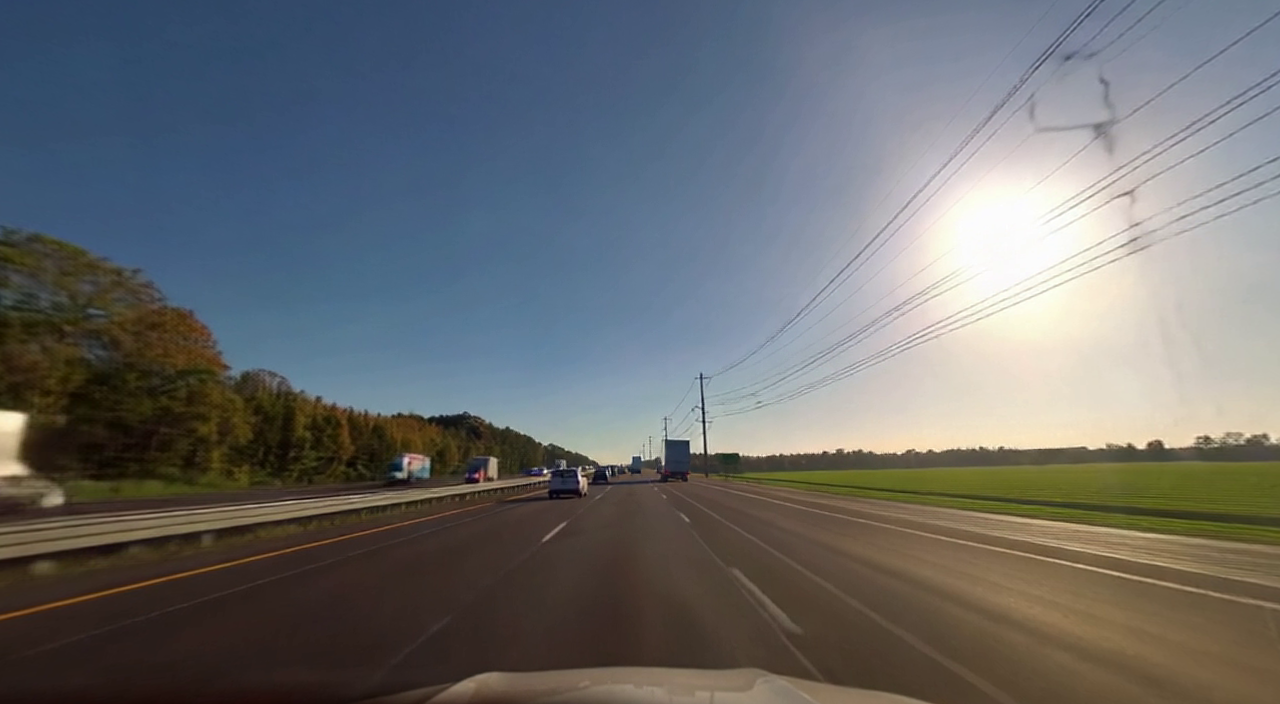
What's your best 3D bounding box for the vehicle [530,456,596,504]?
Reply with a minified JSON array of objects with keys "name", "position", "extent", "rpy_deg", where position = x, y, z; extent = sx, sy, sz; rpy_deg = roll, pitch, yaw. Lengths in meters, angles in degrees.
[{"name":"vehicle","position":[-2.991,5.116,25.354],"extent":[2.065,1.722,4.441],"rpy_deg":[1,-11,0]}]
